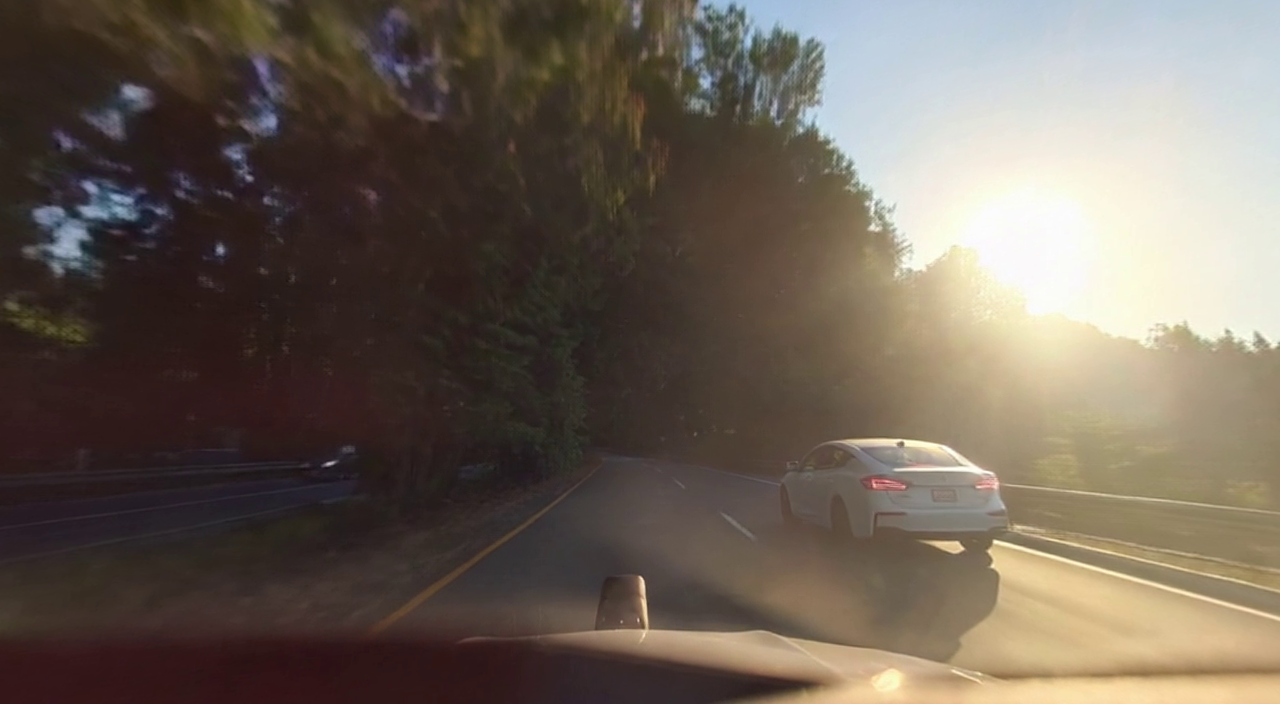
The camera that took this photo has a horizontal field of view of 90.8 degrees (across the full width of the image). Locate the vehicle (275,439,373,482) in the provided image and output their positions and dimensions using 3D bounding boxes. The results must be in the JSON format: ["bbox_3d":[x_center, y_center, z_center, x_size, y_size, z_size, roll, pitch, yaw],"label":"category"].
[{"bbox_3d":[-13.531,4.667,27.428,1.978,1.660,4.462,0,-9,-1],"label":"vehicle"}]

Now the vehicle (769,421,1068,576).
[{"bbox_3d":[3.380,1.875,8.940,2.060,1.584,4.592,0,-9,-1],"label":"vehicle"}]
